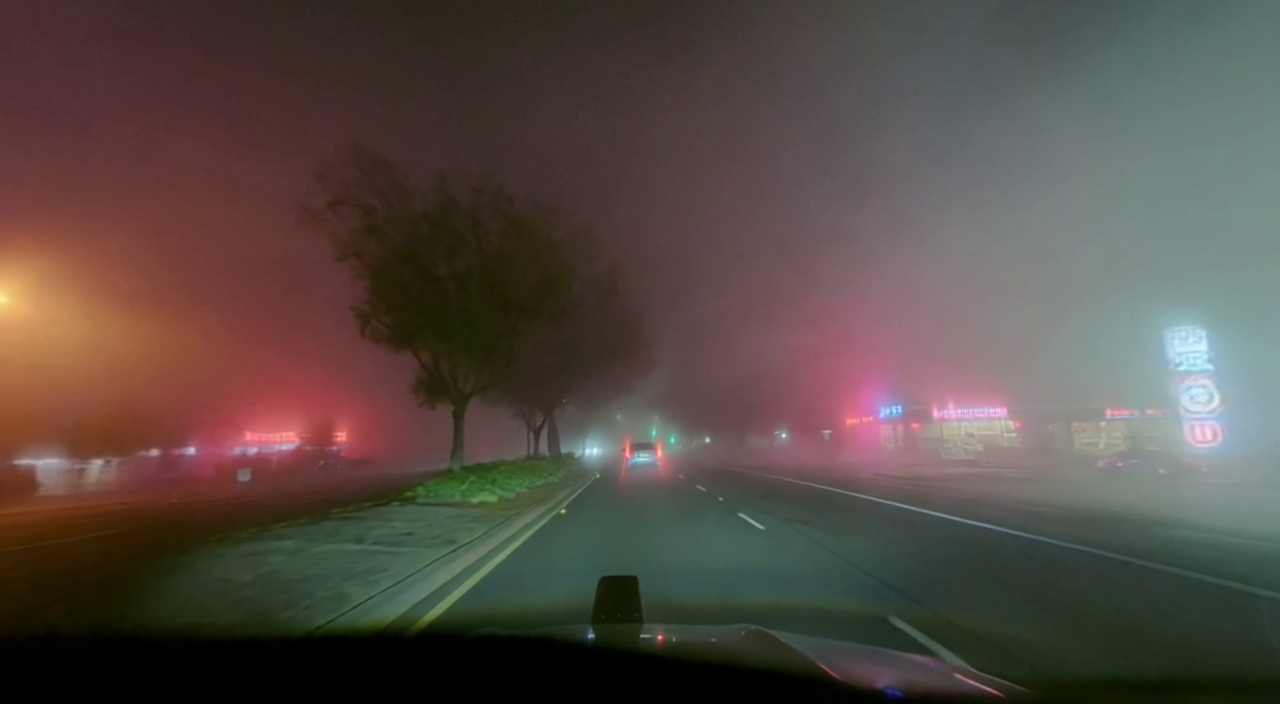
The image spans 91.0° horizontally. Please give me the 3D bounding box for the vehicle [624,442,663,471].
[{"bbox_3d":[0.125,5.592,33.875,1.998,1.452,3.773,0,-9,-2],"label":"vehicle"}]
